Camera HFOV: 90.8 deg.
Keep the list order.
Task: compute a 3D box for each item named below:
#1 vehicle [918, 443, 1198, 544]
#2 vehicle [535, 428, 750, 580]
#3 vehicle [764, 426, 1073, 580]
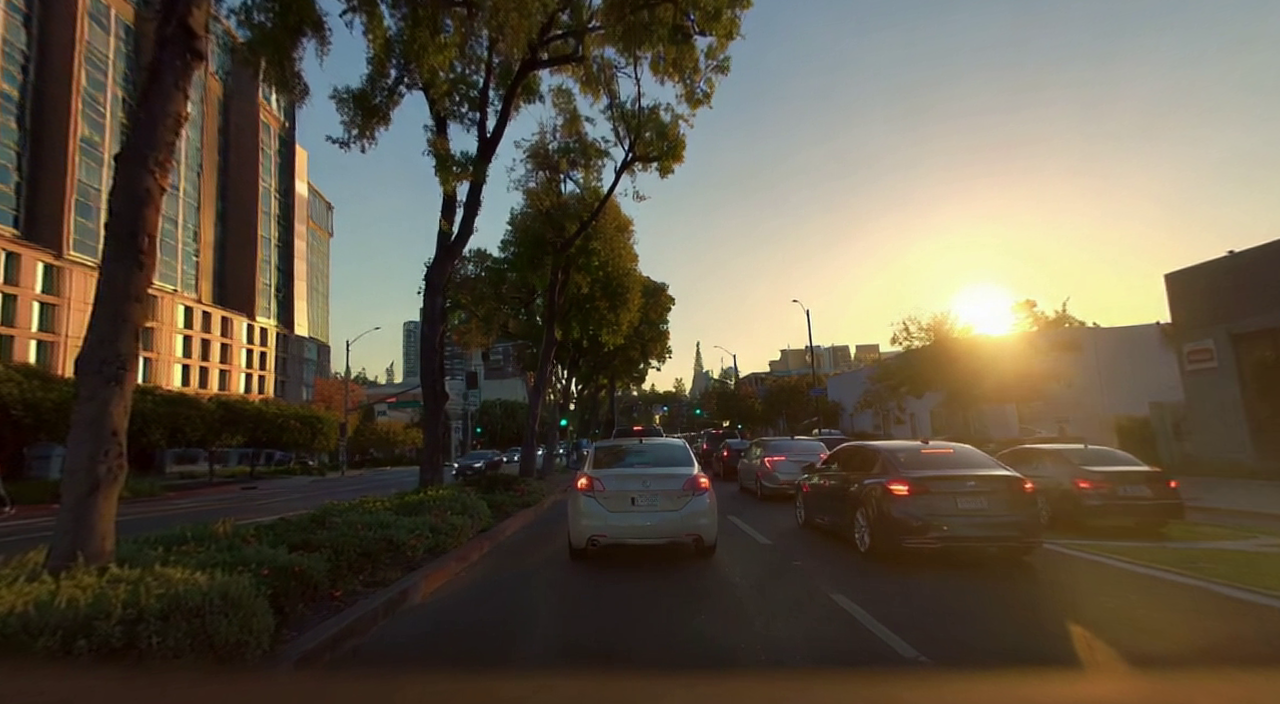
[{"bbox_3d":[6.527,2.209,10.531,1.915,1.338,3.874,0,-8,-2],"label":"vehicle"},{"bbox_3d":[-0.014,1.801,8.327,2.105,1.474,4.127,0,-8,-1],"label":"vehicle"},{"bbox_3d":[3.172,1.811,8.484,1.995,1.483,4.533,0,-8,-1],"label":"vehicle"}]
